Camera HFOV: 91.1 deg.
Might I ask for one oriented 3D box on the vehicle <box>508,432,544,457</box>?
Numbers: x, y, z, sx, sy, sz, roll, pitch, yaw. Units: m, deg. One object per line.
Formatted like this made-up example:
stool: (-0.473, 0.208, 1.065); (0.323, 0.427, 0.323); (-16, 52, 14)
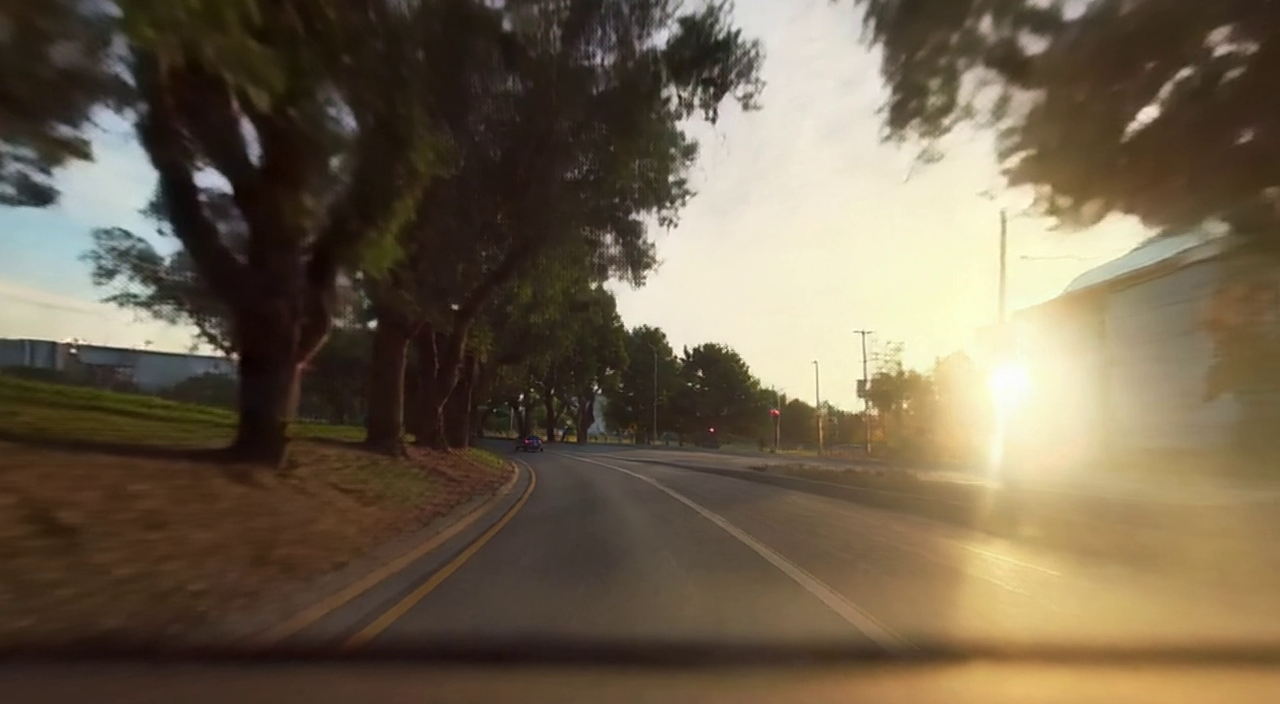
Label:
vehicle: (-8.579, 6.924, 47.003); (1.947, 1.729, 4.051); (3, -9, -19)
